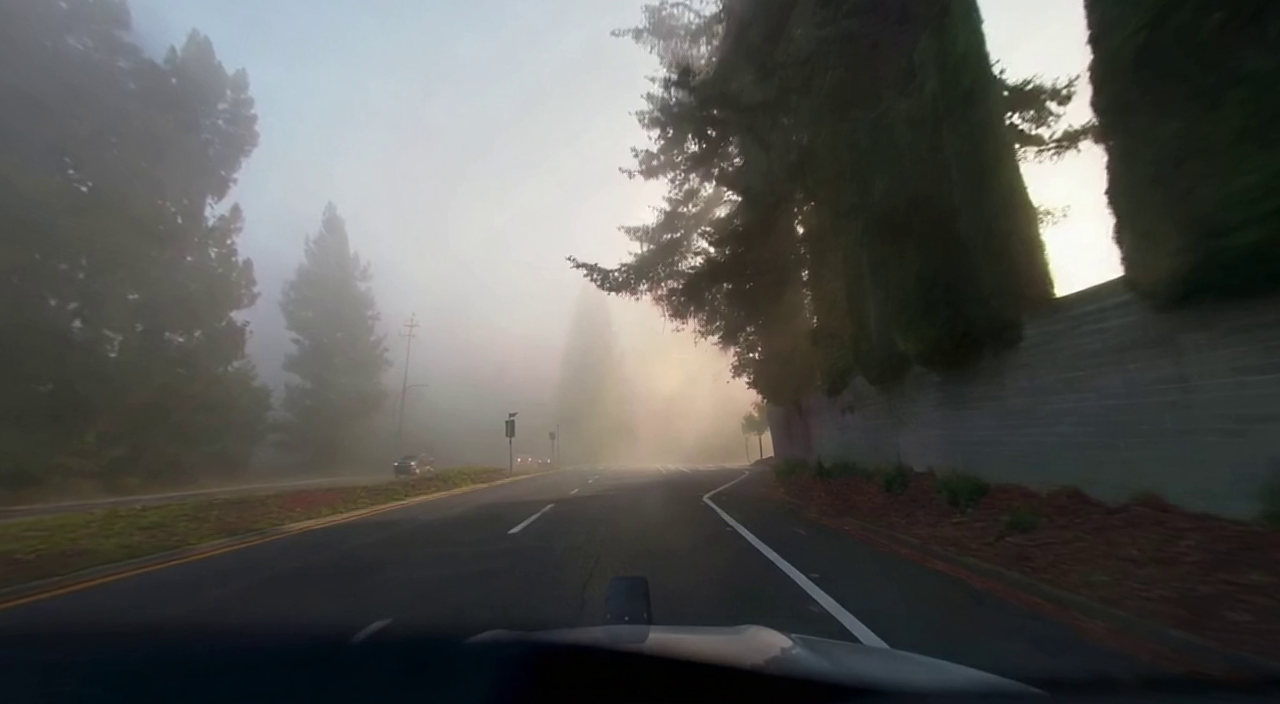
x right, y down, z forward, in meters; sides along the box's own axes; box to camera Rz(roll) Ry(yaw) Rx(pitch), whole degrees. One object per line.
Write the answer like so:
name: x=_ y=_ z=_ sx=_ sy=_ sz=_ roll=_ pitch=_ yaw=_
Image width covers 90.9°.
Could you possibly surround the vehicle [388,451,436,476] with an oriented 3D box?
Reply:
vehicle: x=-17.799 y=8.689 z=49.472 sx=1.975 sy=1.815 sz=4.629 roll=0 pitch=-8 yaw=1
